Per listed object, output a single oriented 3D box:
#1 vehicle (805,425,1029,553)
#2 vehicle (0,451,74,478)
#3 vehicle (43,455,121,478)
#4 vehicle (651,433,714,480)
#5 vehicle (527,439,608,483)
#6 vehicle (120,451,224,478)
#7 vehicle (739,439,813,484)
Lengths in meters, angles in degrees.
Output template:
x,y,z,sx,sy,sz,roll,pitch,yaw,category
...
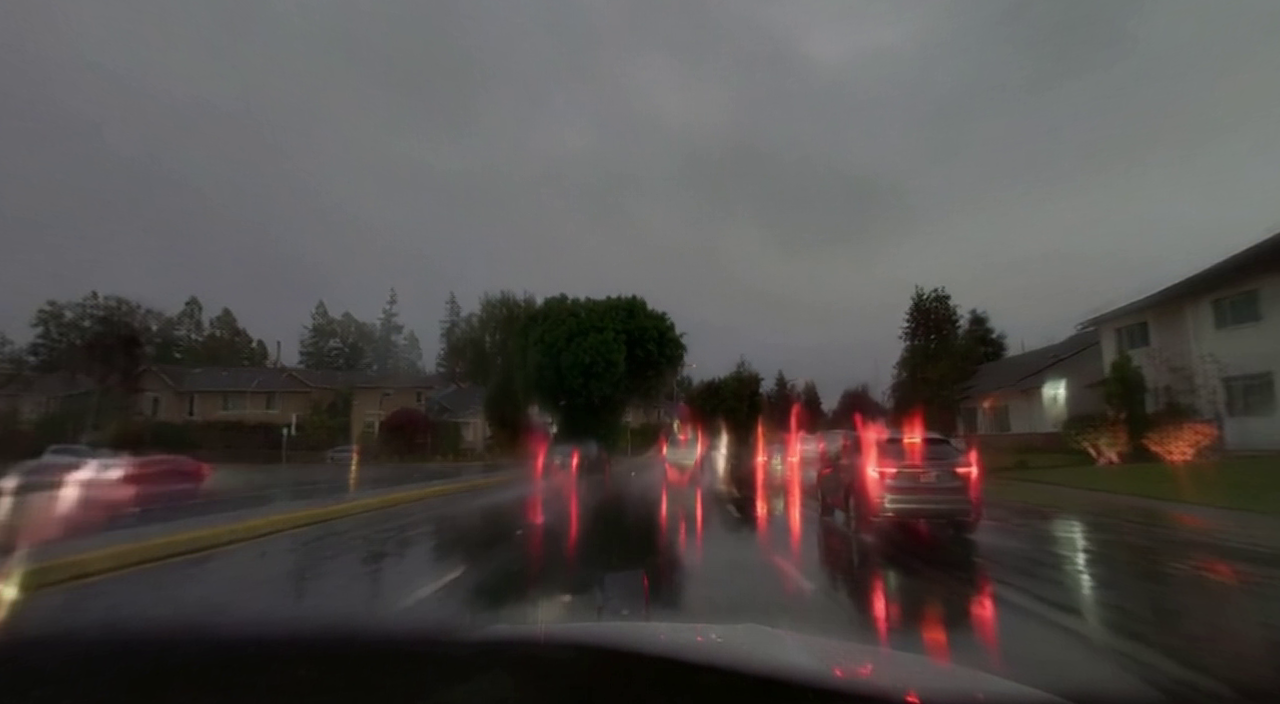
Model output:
x,y,z,sx,sy,sz,roll,pitch,yaw,category
3.843,1.943,9.478,1.859,1.540,3.454,-1,-9,2,vehicle
-37.080,6.766,37.941,4.101,1.535,2.002,0,-8,2,vehicle
-35.969,7.384,40.660,3.413,1.370,1.645,-1,-9,2,vehicle
1.870,4.339,26.313,2.250,1.768,4.574,-2,-9,8,vehicle
-2.581,4.053,23.677,2.006,1.464,4.586,-1,-9,7,vehicle
-27.496,6.598,37.197,1.816,1.459,4.453,-5,-10,30,vehicle
4.896,3.990,23.270,2.117,1.472,4.158,-1,-9,5,vehicle
